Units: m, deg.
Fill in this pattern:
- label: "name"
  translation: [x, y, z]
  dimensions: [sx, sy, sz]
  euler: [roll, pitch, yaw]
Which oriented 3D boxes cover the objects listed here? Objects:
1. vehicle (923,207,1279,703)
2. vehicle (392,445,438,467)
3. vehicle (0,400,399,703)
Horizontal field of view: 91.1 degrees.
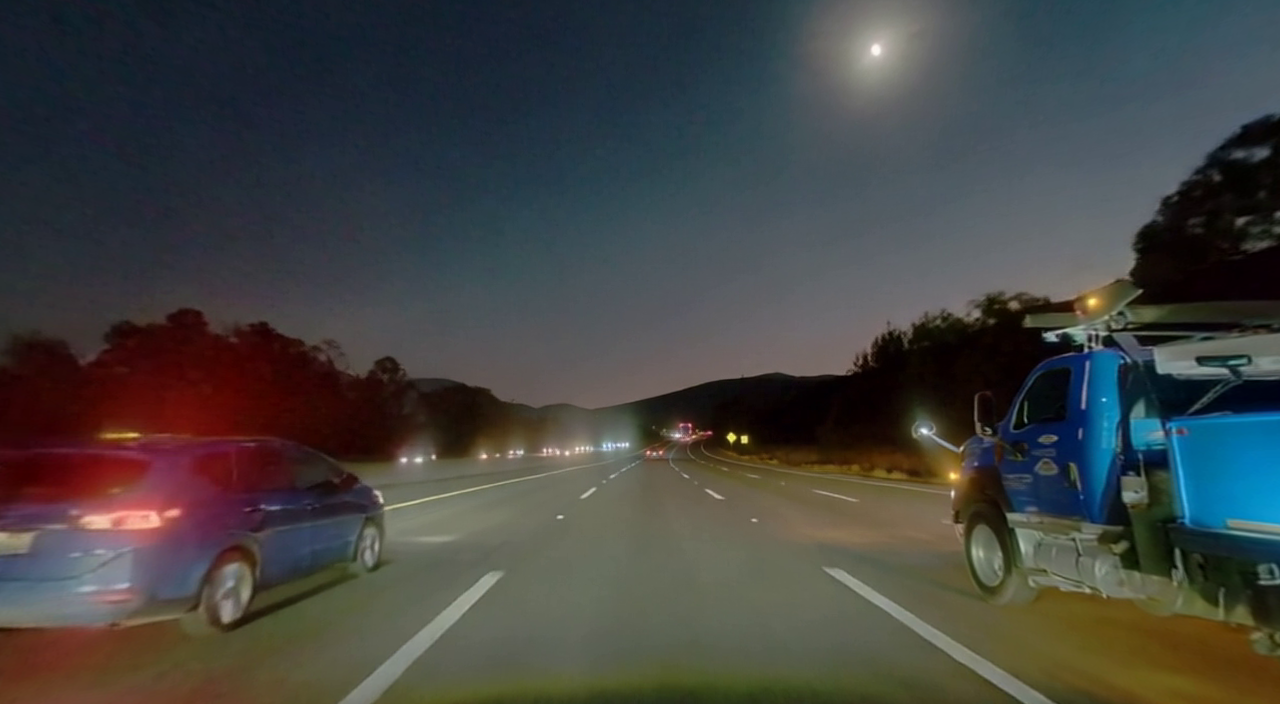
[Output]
- label: "vehicle"
  translation: [3.631, 0.525, 1.850]
  dimensions: [2.538, 2.228, 6.370]
  euler: [0, -9, -1]
- label: "vehicle"
  translation: [-17.775, 8.225, 49.797]
  dimensions: [1.894, 1.695, 4.457]
  euler: [0, -9, 2]
- label: "vehicle"
  translation: [-3.702, 1.248, 4.614]
  dimensions: [1.974, 1.493, 4.563]
  euler: [0, -9, 1]
